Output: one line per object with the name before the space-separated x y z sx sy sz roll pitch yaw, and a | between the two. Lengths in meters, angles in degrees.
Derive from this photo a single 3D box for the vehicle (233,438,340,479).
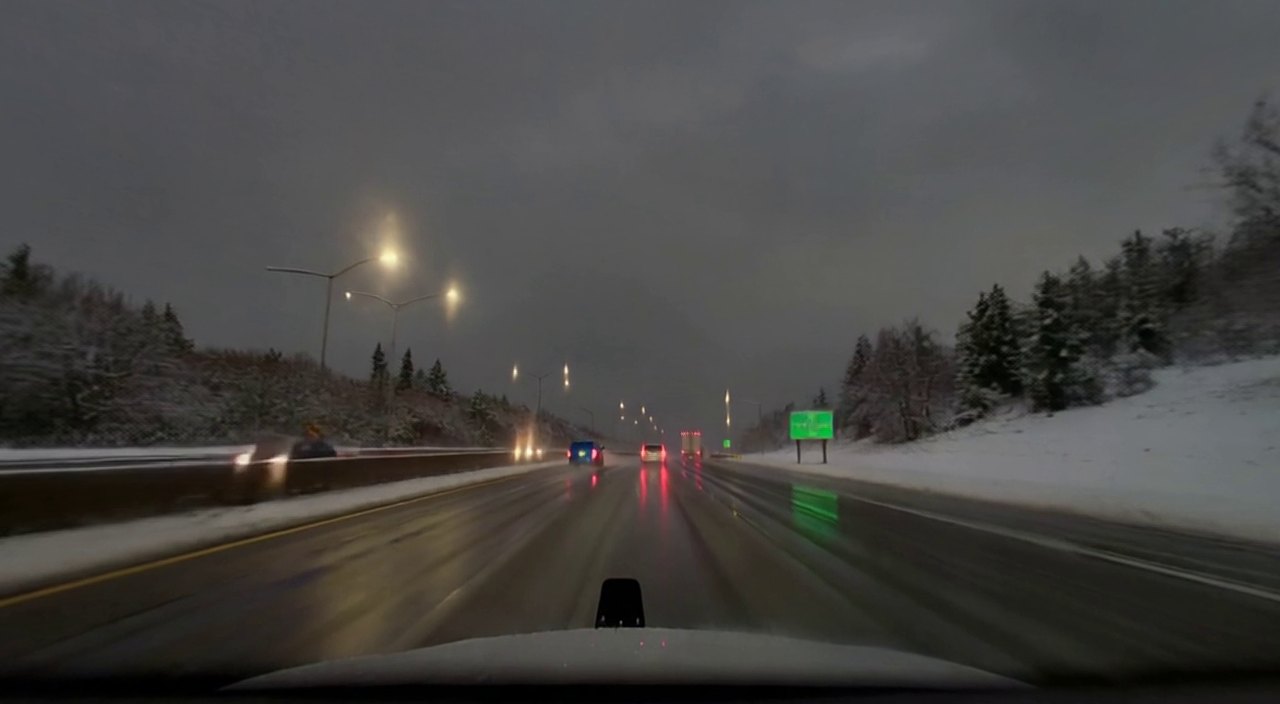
vehicle | -17.208 5.218 31.052 2.111 1.802 5.196 0 -9 2

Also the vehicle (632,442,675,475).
vehicle | 0.704 5.518 32.794 2.086 1.548 4.325 0 -9 1

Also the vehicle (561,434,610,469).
vehicle | -3.082 5.751 36.541 2.264 1.901 4.647 0 -9 2
